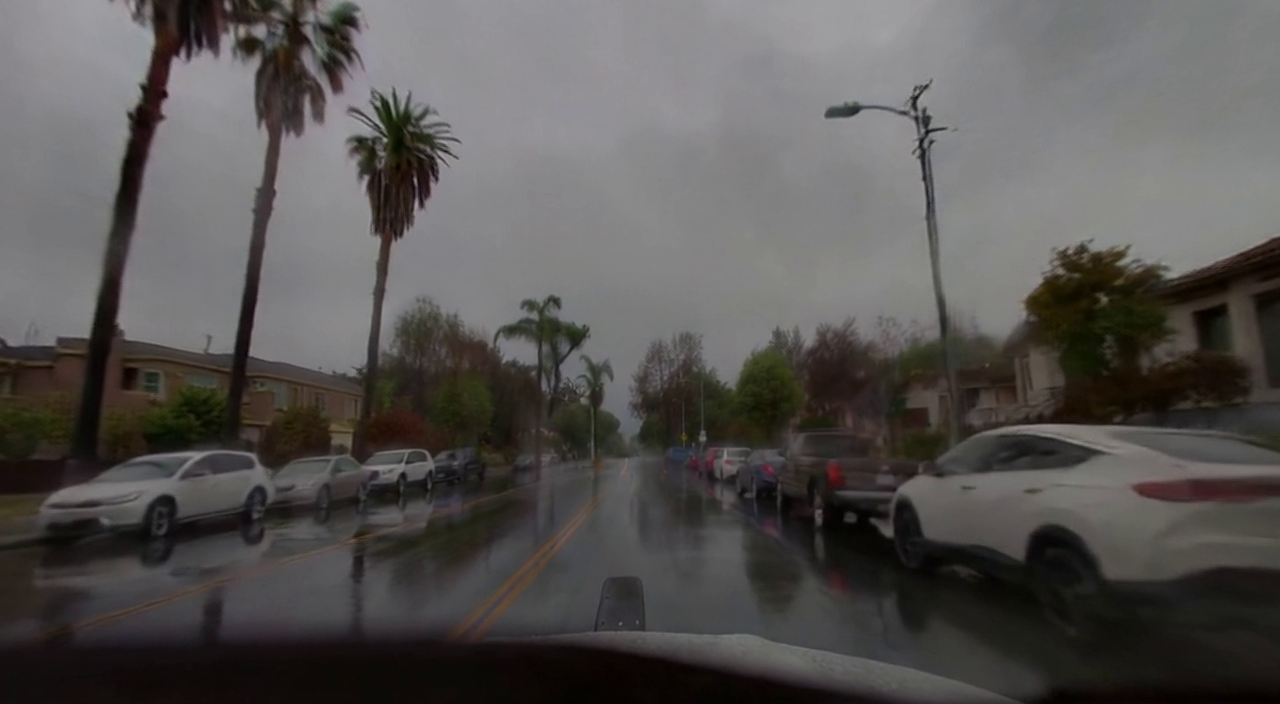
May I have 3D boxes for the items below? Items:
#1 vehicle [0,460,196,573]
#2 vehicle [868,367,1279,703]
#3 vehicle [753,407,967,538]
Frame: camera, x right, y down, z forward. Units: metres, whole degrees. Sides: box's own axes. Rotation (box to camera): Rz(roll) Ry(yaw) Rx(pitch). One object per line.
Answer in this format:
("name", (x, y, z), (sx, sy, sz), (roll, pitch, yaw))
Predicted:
("vehicle", (-9.238, 2.409, 9.477), (3.807, 1.465, 1.821), (3, -9, -22))
("vehicle", (3.591, 1.206, 5.142), (1.899, 1.669, 4.259), (0, -8, 1))
("vehicle", (3.734, 2.155, 11.923), (2.121, 1.929, 4.763), (0, -8, -3))
